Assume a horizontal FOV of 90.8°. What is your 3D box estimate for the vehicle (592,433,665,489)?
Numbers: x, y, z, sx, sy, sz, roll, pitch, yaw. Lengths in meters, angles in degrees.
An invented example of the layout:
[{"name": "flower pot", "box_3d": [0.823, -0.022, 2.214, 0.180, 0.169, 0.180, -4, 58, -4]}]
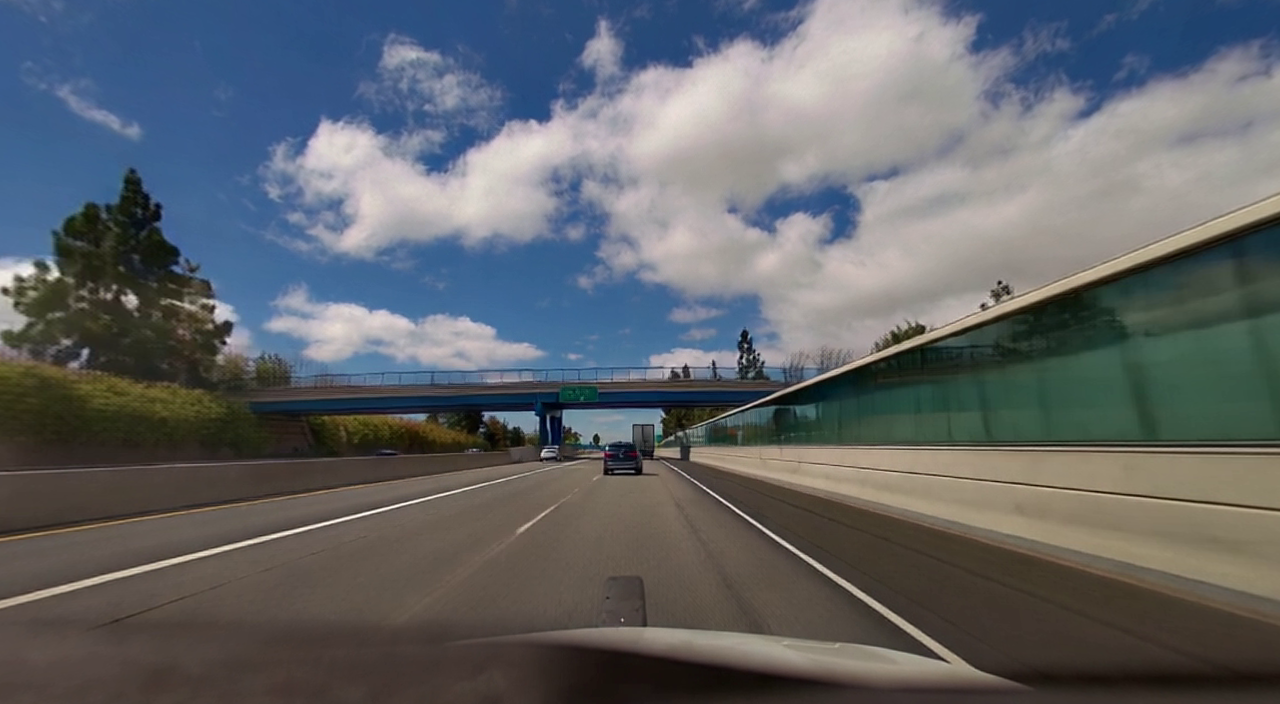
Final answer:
[{"name": "vehicle", "box_3d": [-0.323, 3.814, 22.326, 2.299, 1.716, 4.579, -1, -9, 1]}]
